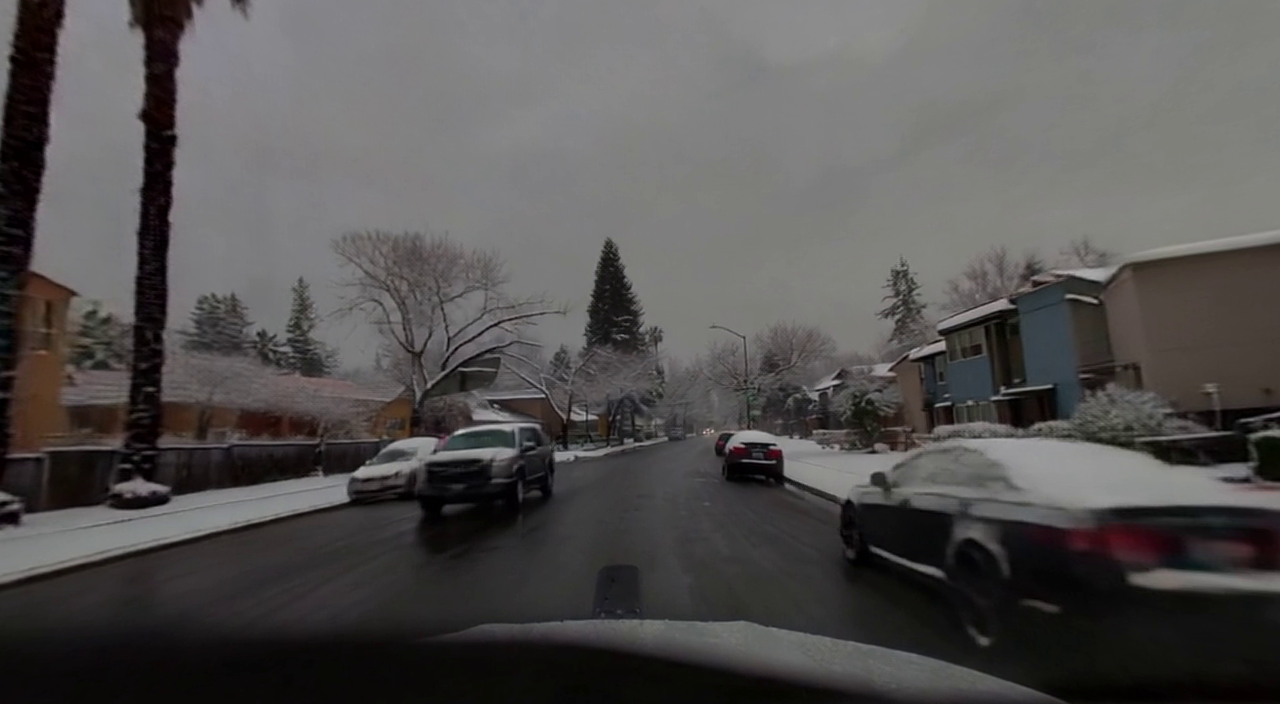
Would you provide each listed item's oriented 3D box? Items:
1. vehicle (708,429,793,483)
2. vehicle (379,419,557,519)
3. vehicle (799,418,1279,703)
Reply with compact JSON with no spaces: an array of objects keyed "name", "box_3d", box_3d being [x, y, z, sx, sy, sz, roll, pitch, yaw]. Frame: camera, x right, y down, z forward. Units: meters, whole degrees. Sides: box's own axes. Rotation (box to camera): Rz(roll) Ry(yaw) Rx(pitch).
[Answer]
[{"name":"vehicle","box_3d":[3.405,3.285,20.185,2.045,1.519,4.231,-1,-8,2]},{"name":"vehicle","box_3d":[-3.463,2.473,13.907,2.305,1.781,4.834,-1,-8,4]},{"name":"vehicle","box_3d":[2.925,1.358,5.220,1.942,1.465,4.123,0,-8,-3]}]
